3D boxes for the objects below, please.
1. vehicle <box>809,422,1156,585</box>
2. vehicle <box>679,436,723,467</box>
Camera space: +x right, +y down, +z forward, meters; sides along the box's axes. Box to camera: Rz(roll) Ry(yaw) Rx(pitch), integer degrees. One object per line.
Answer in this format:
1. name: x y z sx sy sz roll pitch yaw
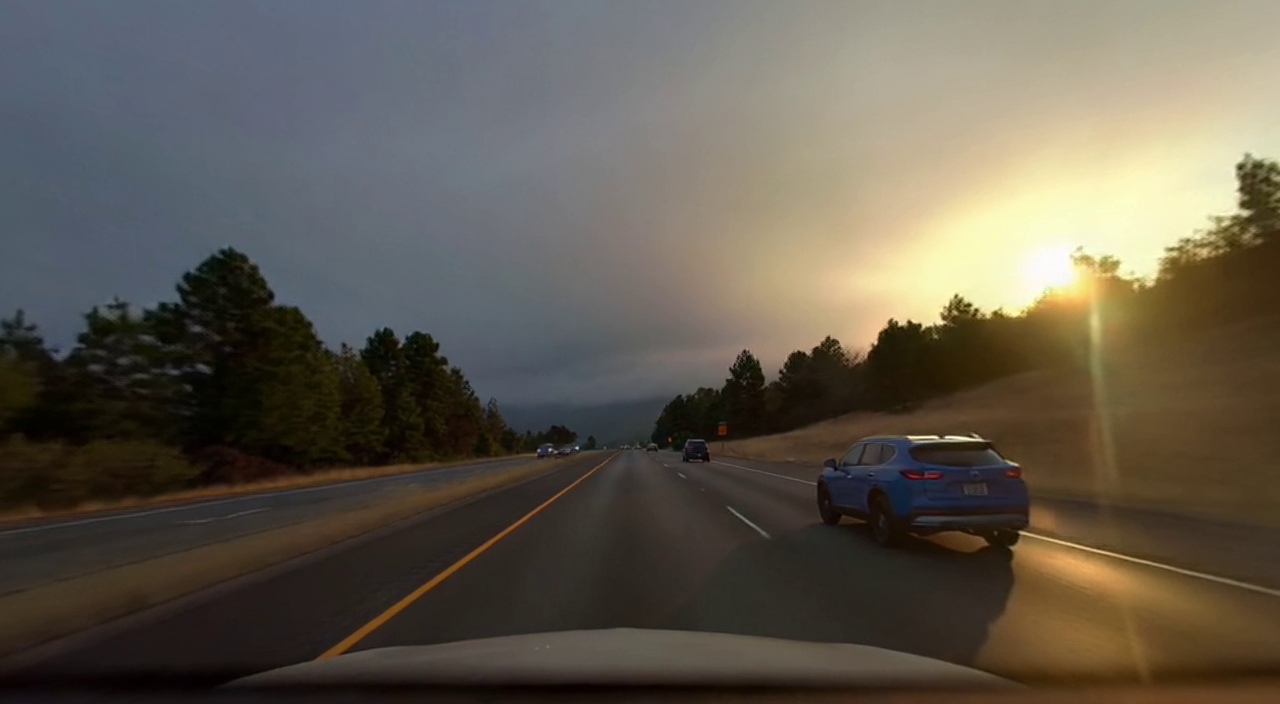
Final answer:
1. vehicle: 3.821 1.734 8.124 1.999 1.501 4.221 0 -8 -2
2. vehicle: 3.450 5.727 36.398 2.043 1.673 4.016 0 -8 -2
